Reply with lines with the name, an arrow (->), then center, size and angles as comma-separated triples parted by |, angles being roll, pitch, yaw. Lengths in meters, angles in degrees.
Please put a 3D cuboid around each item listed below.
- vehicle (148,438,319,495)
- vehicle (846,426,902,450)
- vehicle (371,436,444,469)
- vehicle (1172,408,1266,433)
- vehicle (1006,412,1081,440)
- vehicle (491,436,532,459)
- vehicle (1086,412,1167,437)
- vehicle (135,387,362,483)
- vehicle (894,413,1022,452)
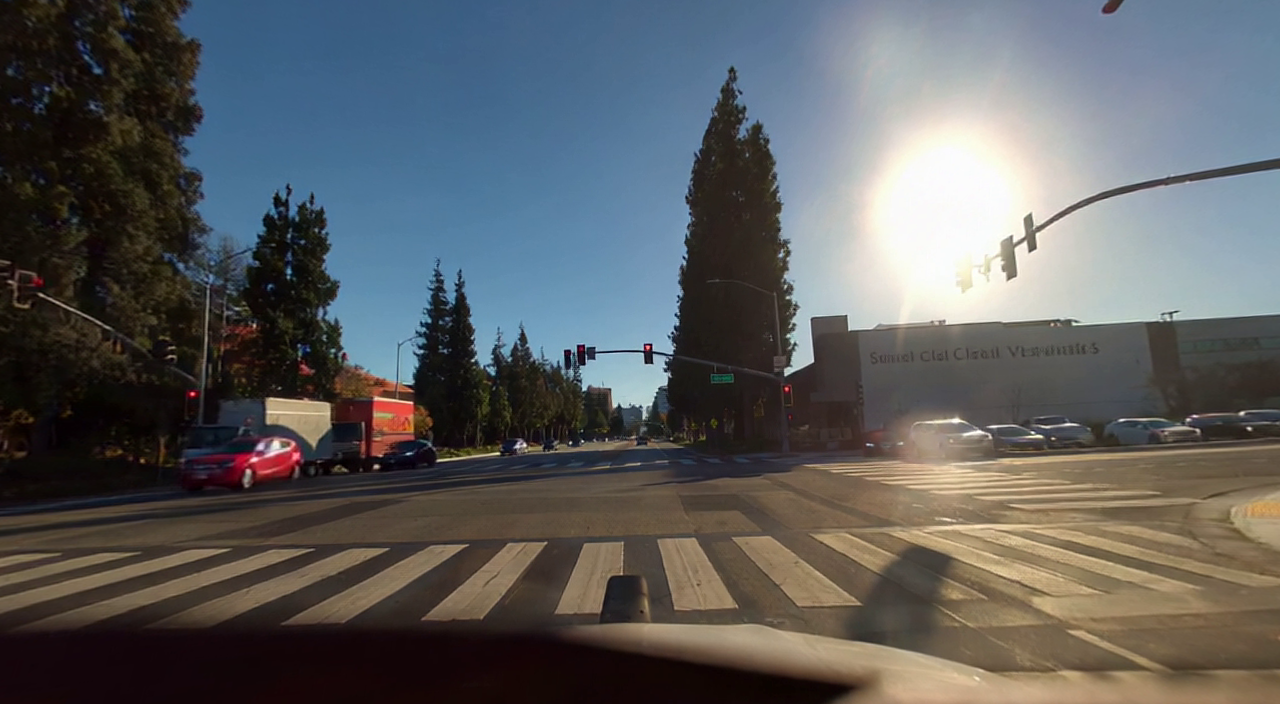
vehicle -> -12.024, 3.397, 19.142 | 1.996, 1.482, 4.772 | 0, -8, 0
vehicle -> 17.190, 6.346, 46.398 | 3.329, 1.415, 1.821 | -6, -9, 2
vehicle -> -12.288, 5.339, 33.618 | 2.181, 1.653, 4.468 | 0, -8, 0
vehicle -> 38.434, 4.615, 41.989 | 1.715, 1.480, 4.701 | 0, -8, -1
vehicle -> 26.306, 4.878, 41.269 | 2.011, 1.656, 4.163 | 0, -8, -3
vehicle -> -9.253, 6.910, 45.645 | 2.026, 1.616, 4.199 | 0, -8, 1
vehicle -> 31.378, 4.725, 40.774 | 1.823, 1.480, 4.003 | 0, -8, -4
vehicle -> -16.566, 3.821, 28.345 | 3.161, 3.455, 11.058 | 0, -8, 0
vehicle -> 14.011, 3.593, 27.937 | 4.566, 1.670, 2.000 | 0, -8, -2
